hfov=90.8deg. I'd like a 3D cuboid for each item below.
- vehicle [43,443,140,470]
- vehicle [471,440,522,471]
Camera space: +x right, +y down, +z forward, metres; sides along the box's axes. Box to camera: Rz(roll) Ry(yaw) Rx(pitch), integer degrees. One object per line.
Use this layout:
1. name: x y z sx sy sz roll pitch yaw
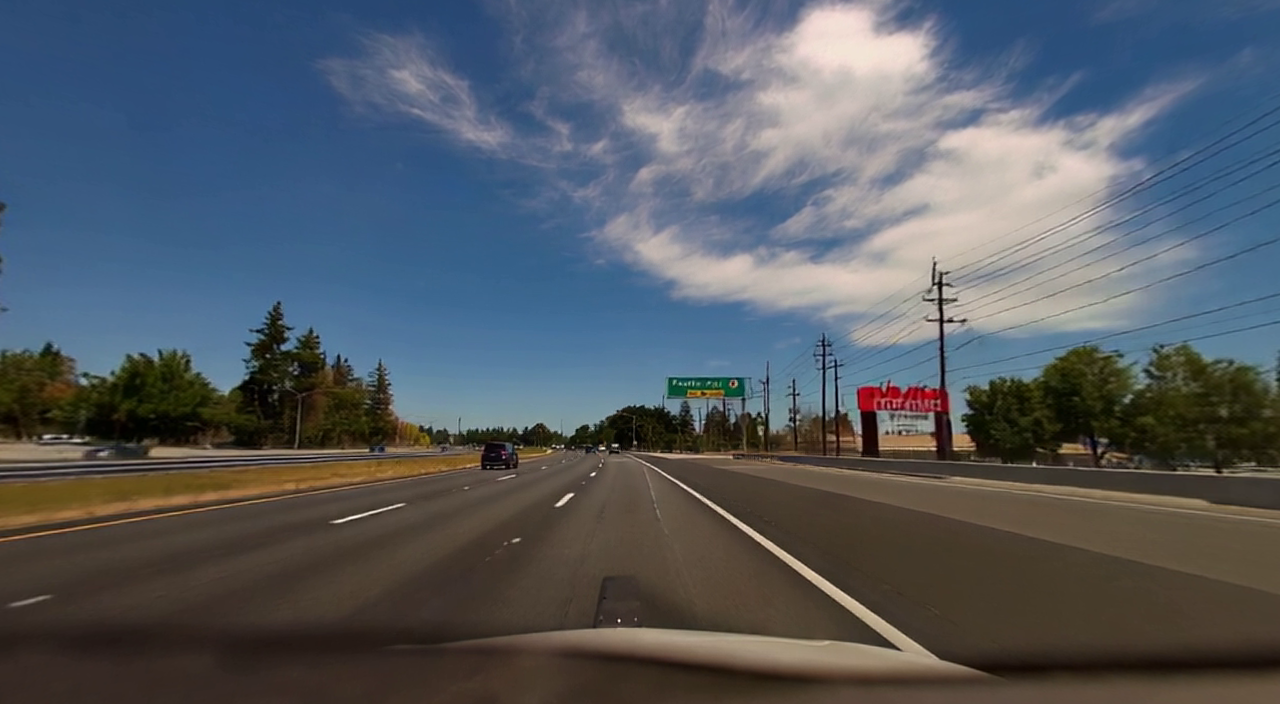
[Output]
1. vehicle: -33.014 6.280 38.228 1.885 1.523 4.492 0 -8 -2
2. vehicle: -8.379 6.081 37.249 2.053 1.682 4.423 0 -8 -1
